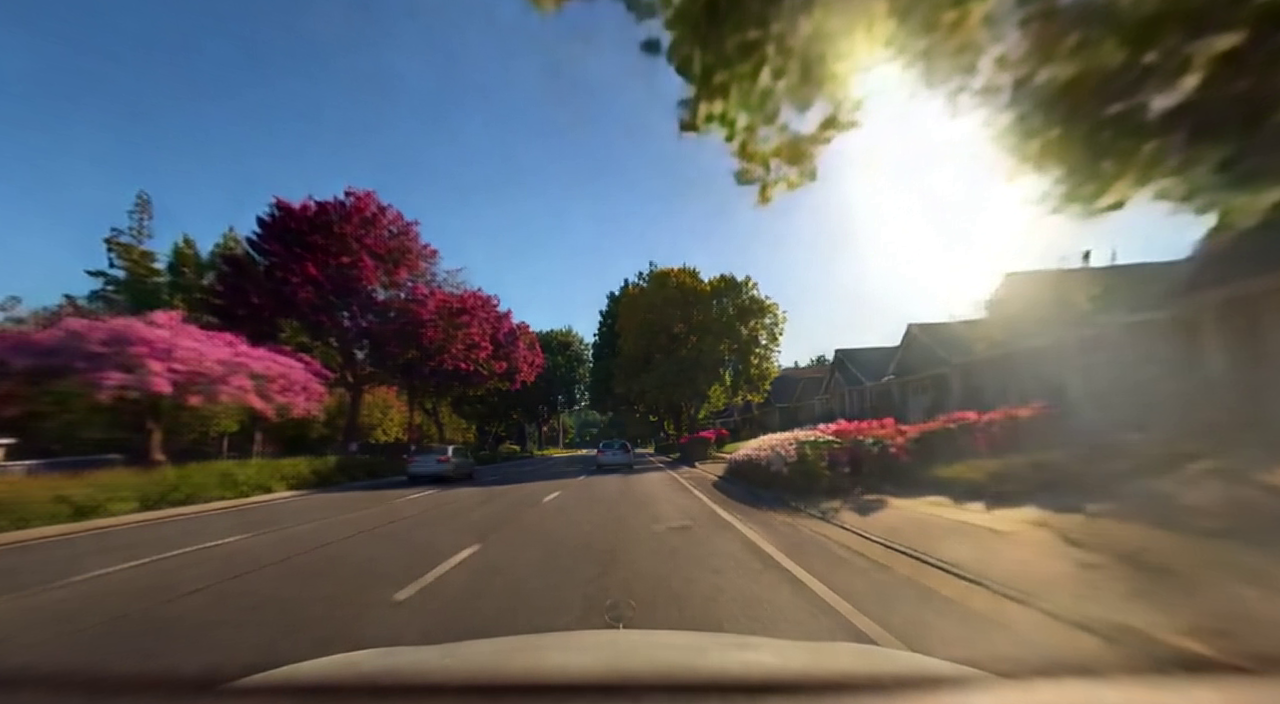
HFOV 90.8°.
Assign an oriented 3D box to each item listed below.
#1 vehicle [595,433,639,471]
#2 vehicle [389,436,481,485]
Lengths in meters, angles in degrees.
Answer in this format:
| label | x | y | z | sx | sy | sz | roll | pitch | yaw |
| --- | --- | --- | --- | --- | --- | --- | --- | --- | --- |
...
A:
| label | x | y | z | sx | sy | sz | roll | pitch | yaw |
| --- | --- | --- | --- | --- | --- | --- | --- | --- | --- |
| vehicle | -1.077 | 5.051 | 32.213 | 2.070 | 1.764 | 4.552 | 0 | -8 | 0 |
| vehicle | -7.678 | 4.087 | 24.196 | 1.993 | 1.657 | 4.487 | 0 | -8 | 0 |
